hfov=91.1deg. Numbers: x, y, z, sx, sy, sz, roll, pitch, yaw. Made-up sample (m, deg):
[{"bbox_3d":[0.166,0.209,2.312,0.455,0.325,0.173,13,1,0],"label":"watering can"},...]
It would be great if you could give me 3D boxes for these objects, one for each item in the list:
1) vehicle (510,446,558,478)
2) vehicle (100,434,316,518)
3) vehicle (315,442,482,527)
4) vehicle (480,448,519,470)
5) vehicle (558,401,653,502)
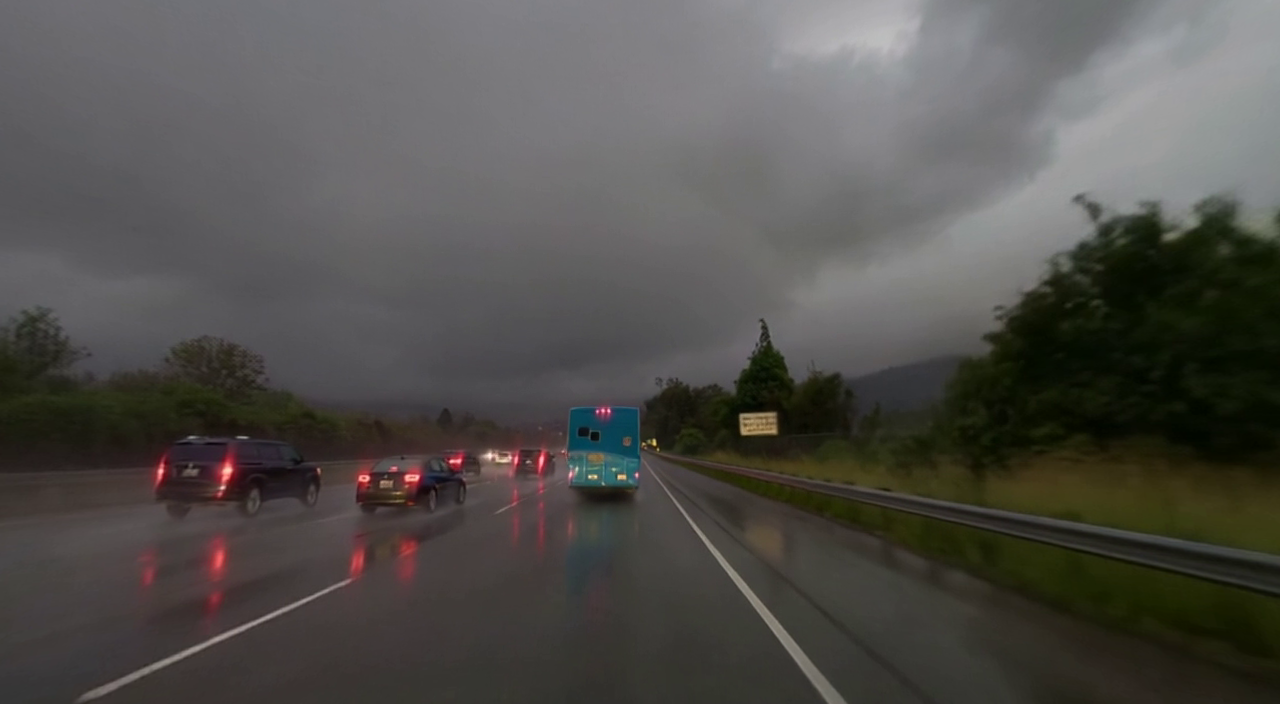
[{"bbox_3d":[-5.253,5.516,31.607,1.872,1.480,3.545,0,-9,-1],"label":"vehicle"},{"bbox_3d":[-9.654,2.785,14.597,2.010,1.621,4.252,0,-9,-1],"label":"vehicle"},{"bbox_3d":[-4.742,2.636,13.069,1.876,1.438,4.072,0,-9,0],"label":"vehicle"},{"bbox_3d":[-10.067,7.672,45.195,1.886,1.462,4.084,0,-9,-1],"label":"vehicle"},{"bbox_3d":[-0.928,2.962,18.787,2.394,2.556,5.232,0,-9,-1],"label":"vehicle"}]
